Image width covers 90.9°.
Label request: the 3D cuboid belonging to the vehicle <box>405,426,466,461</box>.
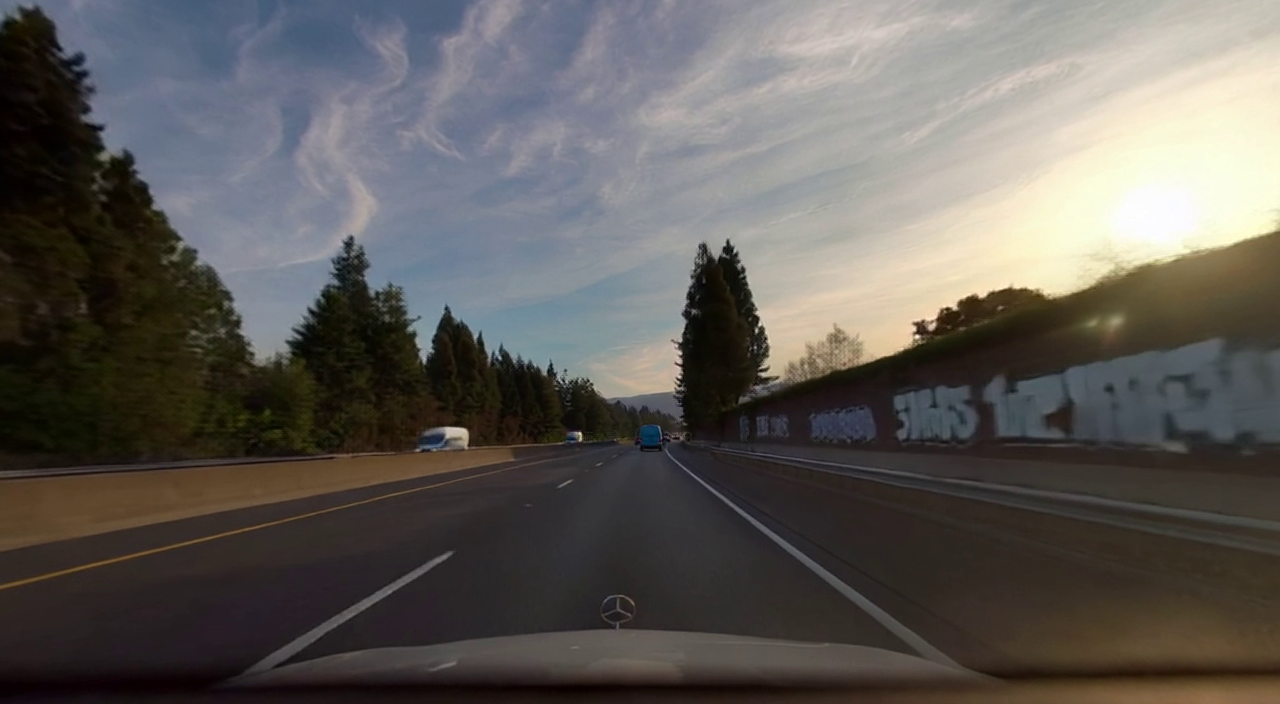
[{"bbox_3d":[-14.146,6.358,43.921,2.452,2.234,5.008,-1,-8,2],"label":"vehicle"}]
